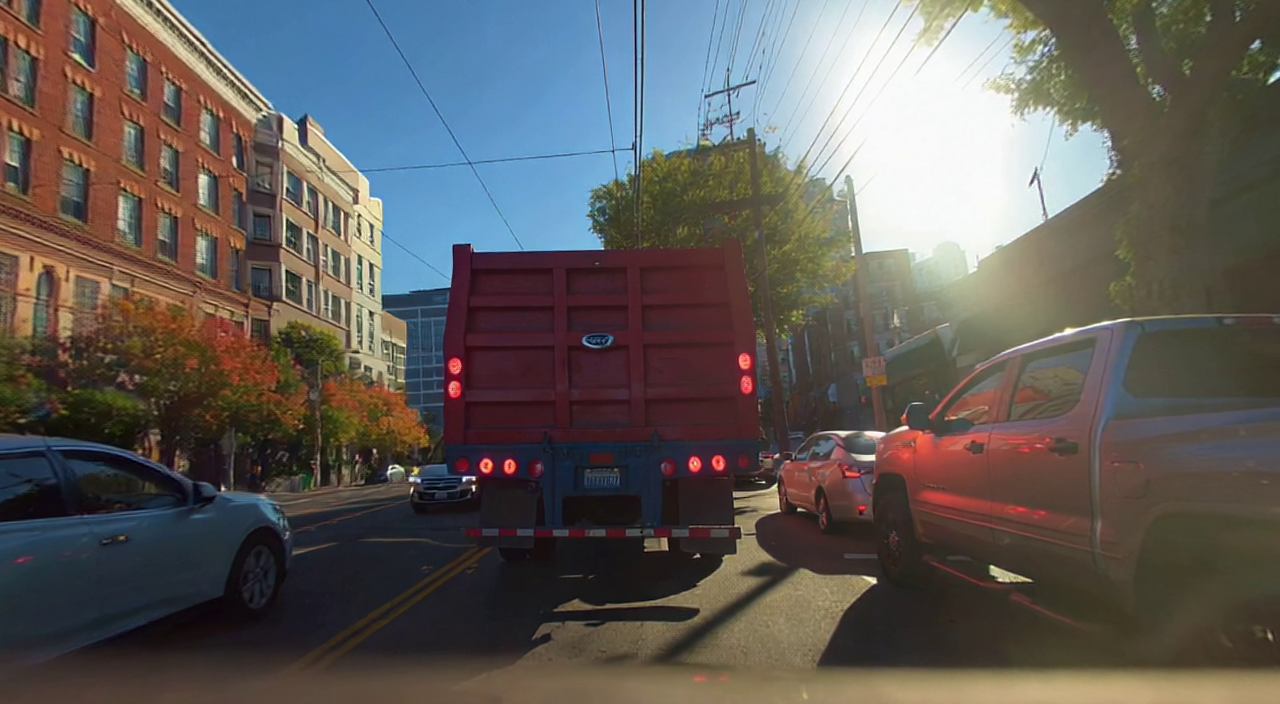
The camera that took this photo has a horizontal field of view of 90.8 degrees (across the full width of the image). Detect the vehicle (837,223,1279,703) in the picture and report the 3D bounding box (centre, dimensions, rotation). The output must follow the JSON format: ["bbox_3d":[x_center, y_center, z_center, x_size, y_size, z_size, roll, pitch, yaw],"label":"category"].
[{"bbox_3d":[3.237,0.844,3.869,2.242,1.979,5.722,0,-8,0],"label":"vehicle"}]

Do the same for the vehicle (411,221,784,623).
[{"bbox_3d":[-0.229,1.099,9.170,2.878,3.204,8.244,0,-8,2],"label":"vehicle"}]

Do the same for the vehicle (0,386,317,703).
[{"bbox_3d":[-4.121,1.107,3.770,1.988,1.657,4.492,0,-8,0],"label":"vehicle"}]
